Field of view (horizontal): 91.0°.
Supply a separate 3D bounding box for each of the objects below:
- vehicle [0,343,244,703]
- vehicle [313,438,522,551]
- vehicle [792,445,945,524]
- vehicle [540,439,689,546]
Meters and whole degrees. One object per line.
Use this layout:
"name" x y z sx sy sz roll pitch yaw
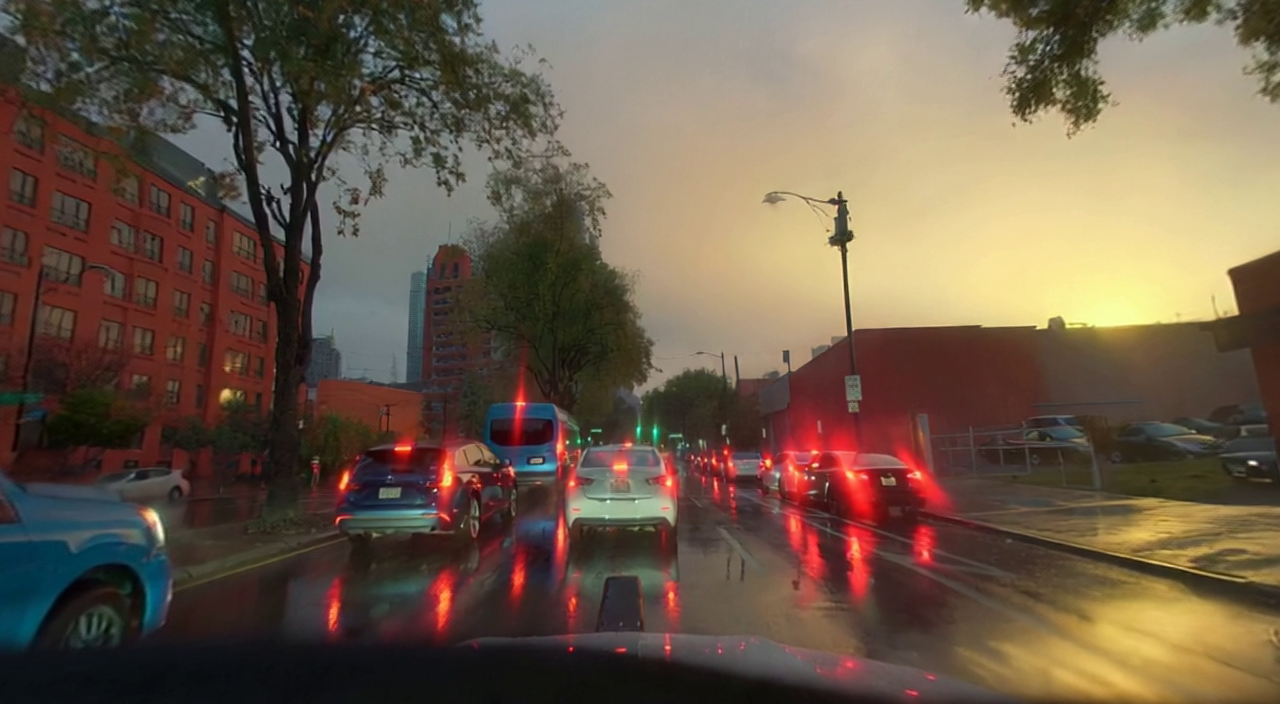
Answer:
"vehicle" -3.712 0.718 1.715 2.140 1.768 4.685 0 -9 1
"vehicle" -3.531 2.334 11.073 1.995 1.554 4.426 0 -9 1
"vehicle" 4.897 2.860 14.176 1.832 1.491 4.054 1 -9 -1
"vehicle" -0.378 2.350 11.224 2.152 1.518 4.113 0 -9 0
